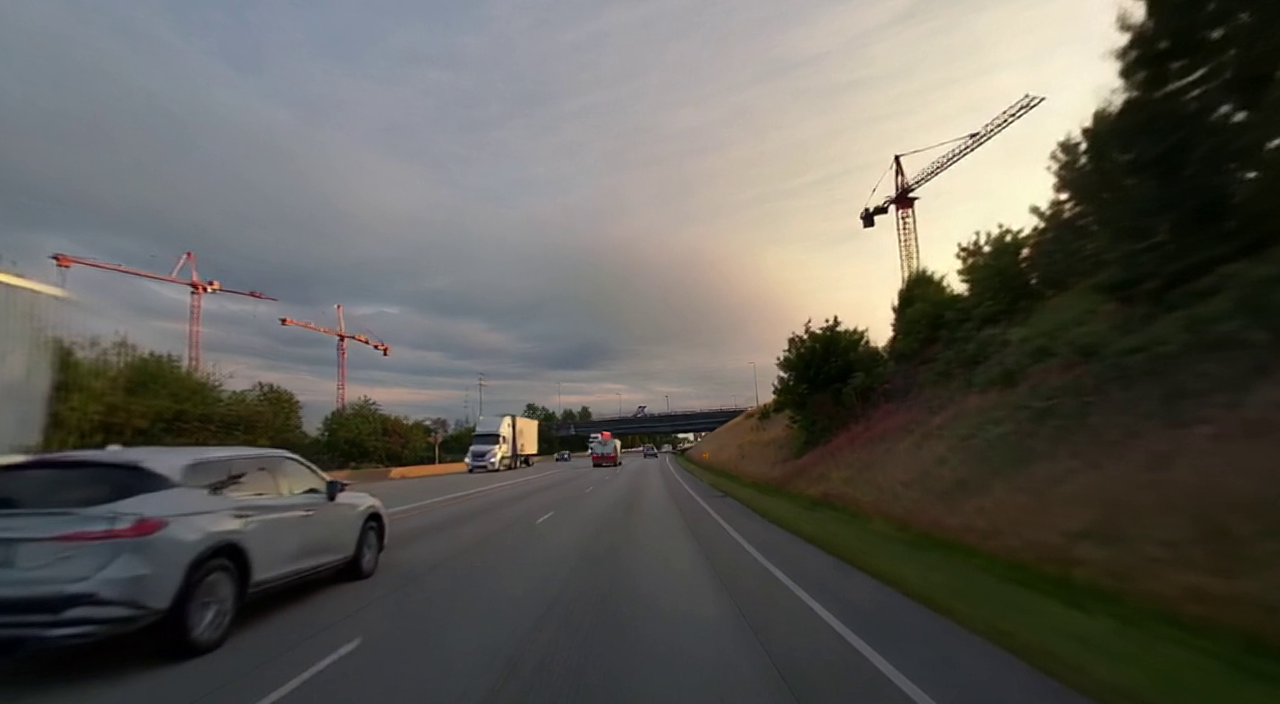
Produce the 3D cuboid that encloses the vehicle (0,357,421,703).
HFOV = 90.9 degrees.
[{"bbox_3d":[-3.316,1.145,4.290,2.194,1.648,3.984,0,-9,0],"label":"vehicle"}]

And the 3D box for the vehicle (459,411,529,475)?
[{"bbox_3d":[-9.544,6.067,41.925,3.012,3.952,5.836,-1,-9,2],"label":"vehicle"}]

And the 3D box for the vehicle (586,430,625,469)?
[{"bbox_3d":[-2.616,7.626,49.173,2.565,2.771,6.641,0,-9,1],"label":"vehicle"}]
